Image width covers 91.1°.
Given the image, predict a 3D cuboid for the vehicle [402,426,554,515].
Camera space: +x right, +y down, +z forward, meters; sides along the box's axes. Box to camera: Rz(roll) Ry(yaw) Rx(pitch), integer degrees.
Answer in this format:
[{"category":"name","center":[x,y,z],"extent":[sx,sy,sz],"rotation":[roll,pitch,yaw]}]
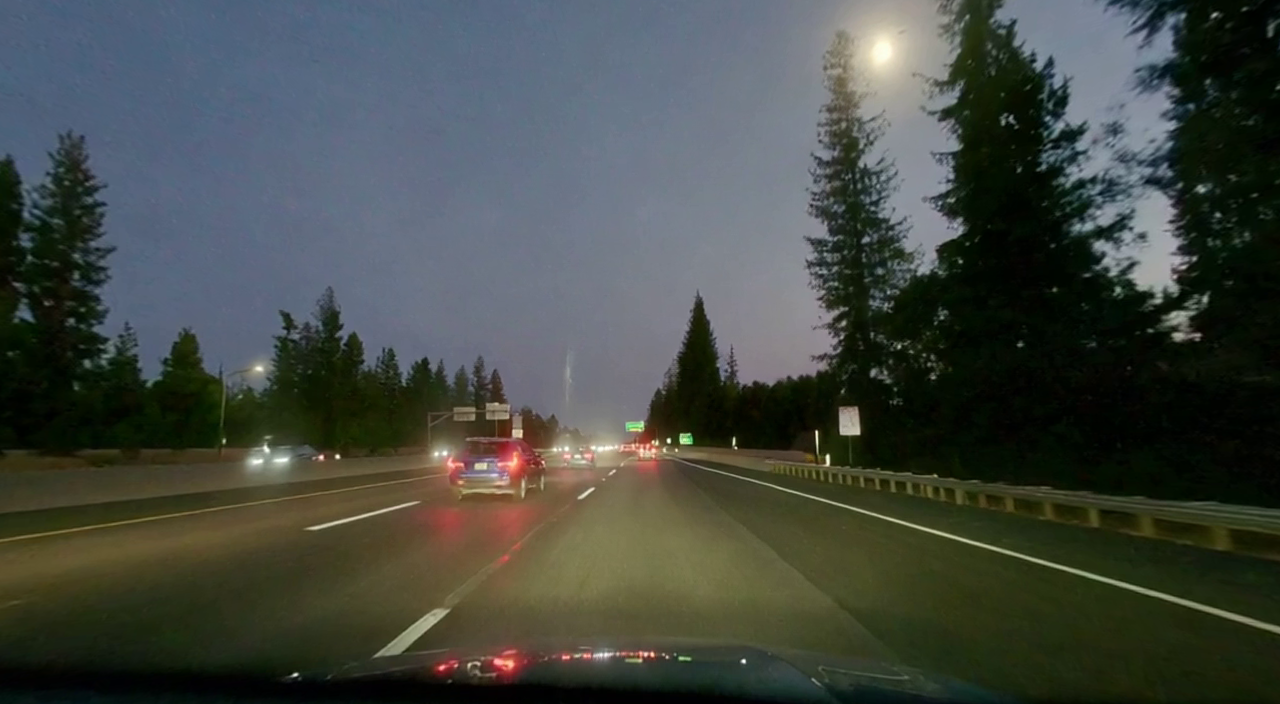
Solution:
[{"category":"vehicle","center":[-3.427,2.622,14.529],"extent":[2.040,1.672,5.122],"rotation":[0,-8,1]}]

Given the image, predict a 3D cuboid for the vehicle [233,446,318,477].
[{"category":"vehicle","center":[-20.102,6.012,34.852],"extent":[1.931,1.574,4.441],"rotation":[0,-8,1]}]

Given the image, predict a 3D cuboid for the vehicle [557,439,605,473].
[{"category":"vehicle","center":[-3.077,5.532,33.745],"extent":[2.056,1.679,4.204],"rotation":[0,-8,1]}]

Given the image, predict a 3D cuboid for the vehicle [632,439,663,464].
[{"category":"vehicle","center":[0.538,7.540,47.629],"extent":[2.285,1.797,4.478],"rotation":[0,-8,0]}]
